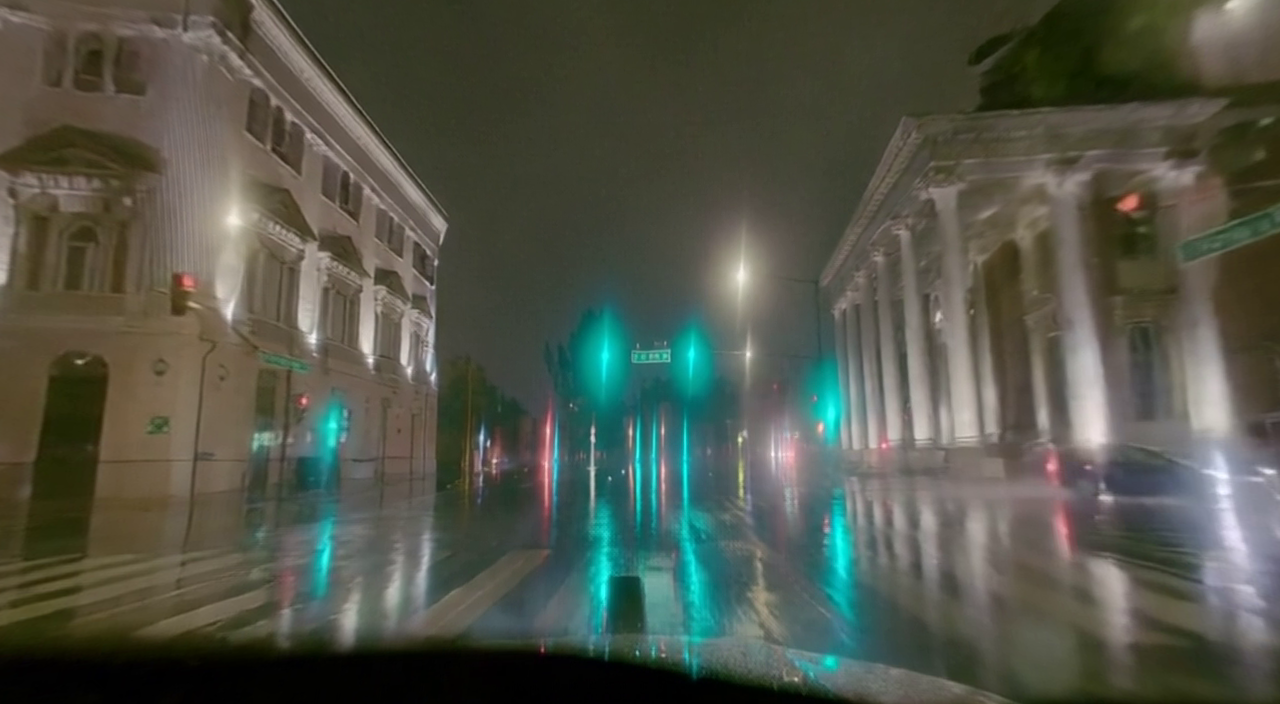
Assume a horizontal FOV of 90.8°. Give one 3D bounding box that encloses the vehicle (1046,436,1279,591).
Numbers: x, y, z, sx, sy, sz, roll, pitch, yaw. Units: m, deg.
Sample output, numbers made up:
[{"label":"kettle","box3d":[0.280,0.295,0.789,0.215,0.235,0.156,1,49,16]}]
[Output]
[{"label":"vehicle","box3d":[6.860,1.918,8.439,2.085,1.530,4.125,-5,-10,29]}]
